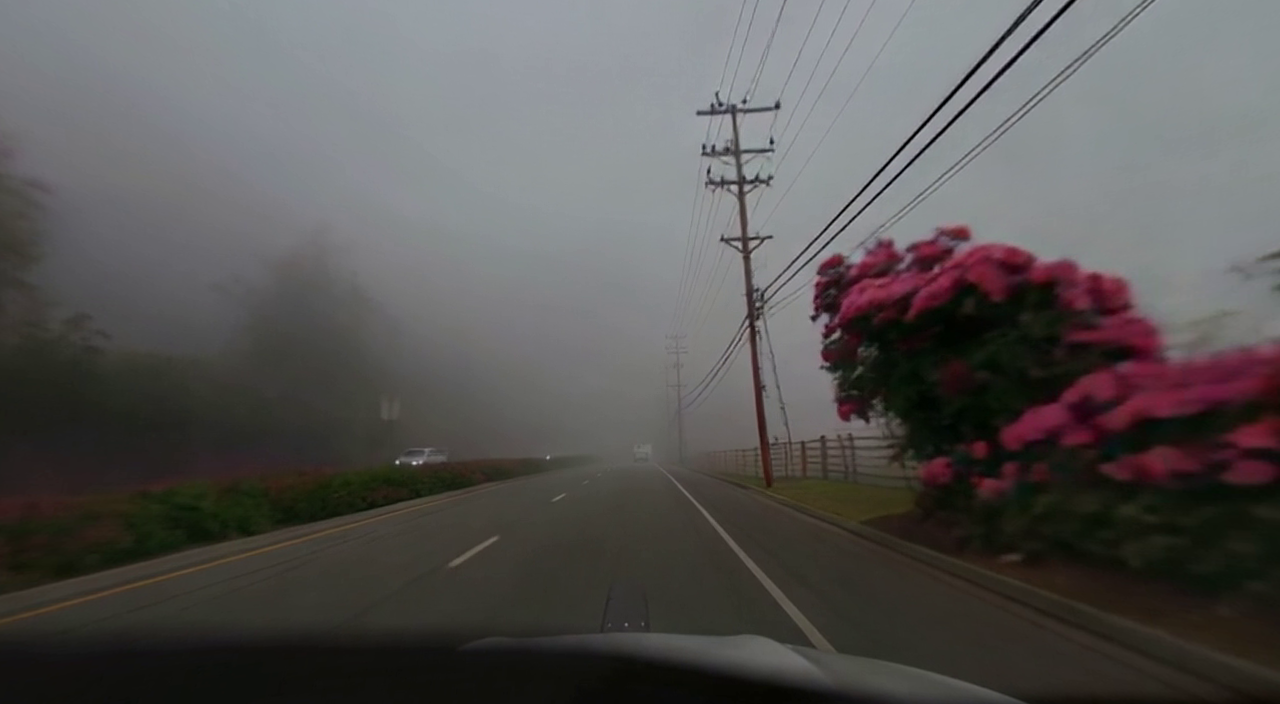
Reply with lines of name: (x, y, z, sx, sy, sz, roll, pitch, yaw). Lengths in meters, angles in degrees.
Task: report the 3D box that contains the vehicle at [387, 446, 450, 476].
vehicle: (-15.560, 7.669, 44.612, 2.269, 1.943, 5.876, 0, -8, 0)
